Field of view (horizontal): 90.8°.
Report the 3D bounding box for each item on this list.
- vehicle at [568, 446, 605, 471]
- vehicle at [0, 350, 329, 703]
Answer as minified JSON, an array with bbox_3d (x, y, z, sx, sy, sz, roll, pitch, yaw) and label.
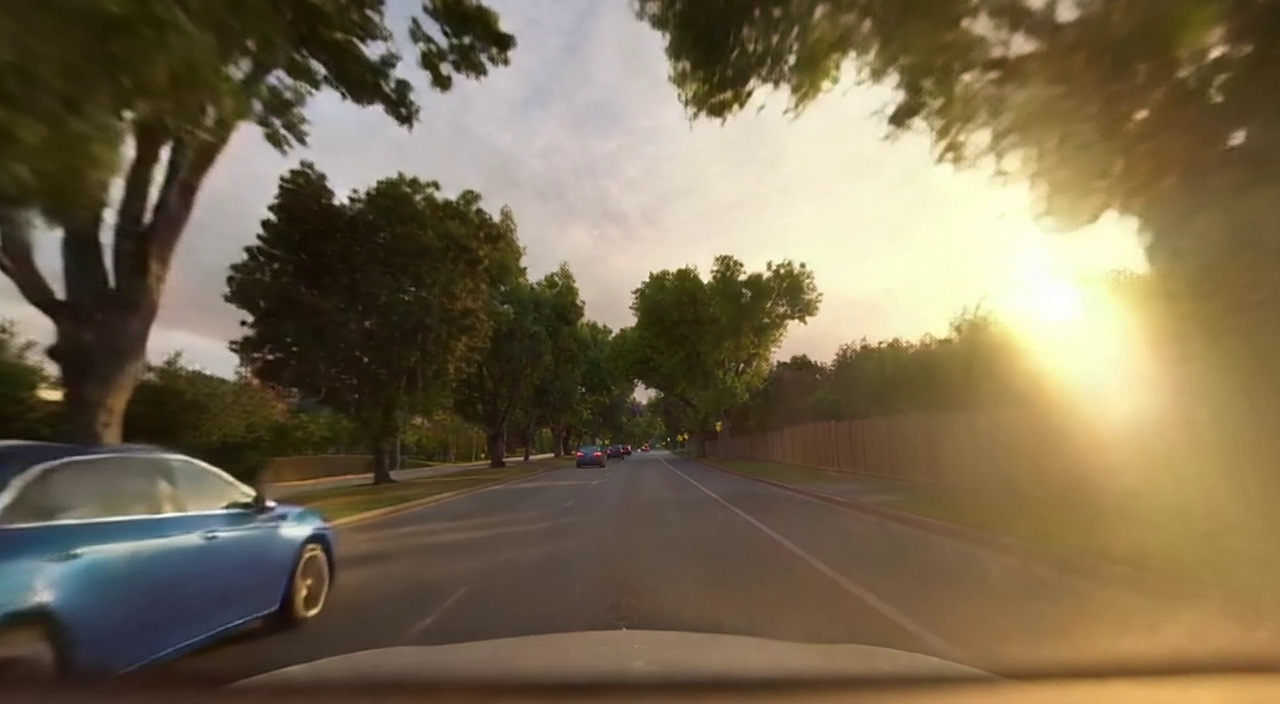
[{"bbox_3d":[-3.163,6.414,38.227,1.870,1.431,4.317,0,-9,0],"label":"vehicle"},{"bbox_3d":[-3.416,0.867,2.665,1.919,1.650,4.546,0,-9,-1],"label":"vehicle"}]
